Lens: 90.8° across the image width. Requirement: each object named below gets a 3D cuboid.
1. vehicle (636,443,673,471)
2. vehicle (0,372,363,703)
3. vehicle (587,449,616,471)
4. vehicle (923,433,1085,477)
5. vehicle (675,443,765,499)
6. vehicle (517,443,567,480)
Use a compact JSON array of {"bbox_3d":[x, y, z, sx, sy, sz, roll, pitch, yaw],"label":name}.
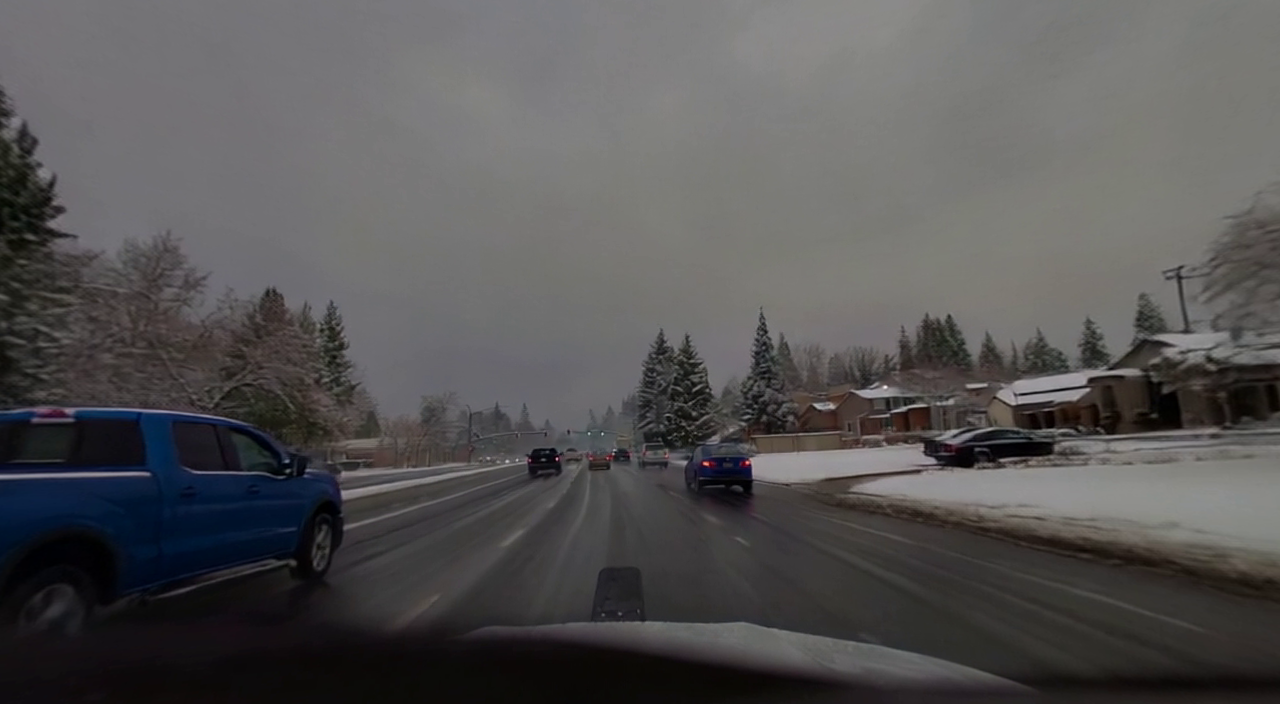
[{"bbox_3d":[0.982,7.359,44.586,2.099,1.845,4.363,0,-9,-5],"label":"vehicle"},{"bbox_3d":[-4.121,1.197,4.383,2.111,1.745,5.274,0,-9,-1],"label":"vehicle"},{"bbox_3d":[-2.899,7.884,46.318,2.030,1.477,4.330,0,-9,-5],"label":"vehicle"},{"bbox_3d":[13.088,3.727,22.941,4.597,1.439,2.062,0,-9,-2],"label":"vehicle"},{"bbox_3d":[2.260,3.505,18.997,1.884,1.463,4.195,0,-9,-4],"label":"vehicle"},{"bbox_3d":[-5.266,5.906,34.466,2.218,1.829,4.492,0,-9,-3],"label":"vehicle"}]
